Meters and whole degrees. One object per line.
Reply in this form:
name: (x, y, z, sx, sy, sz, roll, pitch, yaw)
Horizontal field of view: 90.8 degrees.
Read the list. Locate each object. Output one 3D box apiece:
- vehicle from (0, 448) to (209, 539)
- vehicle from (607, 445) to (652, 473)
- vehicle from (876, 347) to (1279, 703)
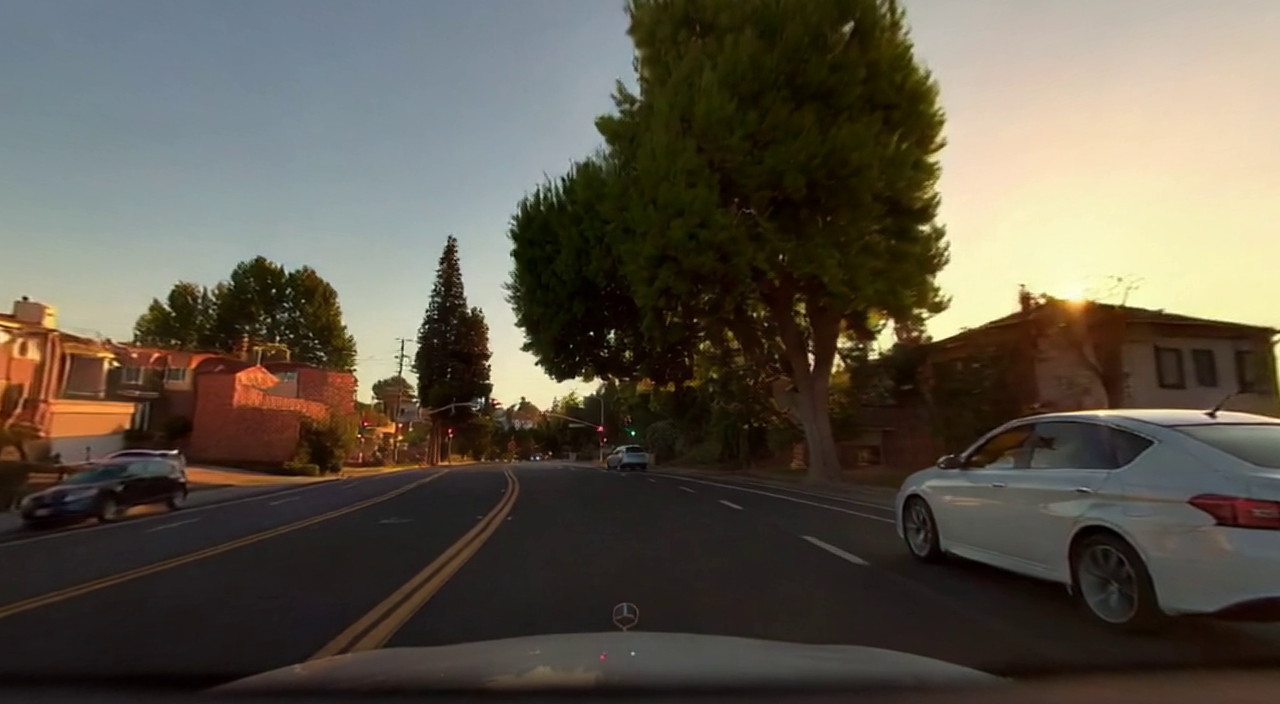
vehicle: (-13.610, 3.450, 16.258, 1.993, 1.801, 5.201, -2, -8, -8)
vehicle: (-0.726, 6.553, 39.103, 1.951, 1.620, 4.582, 2, -9, -12)
vehicle: (3.954, 1.187, 4.900, 2.081, 1.828, 5.138, 0, -8, -2)
